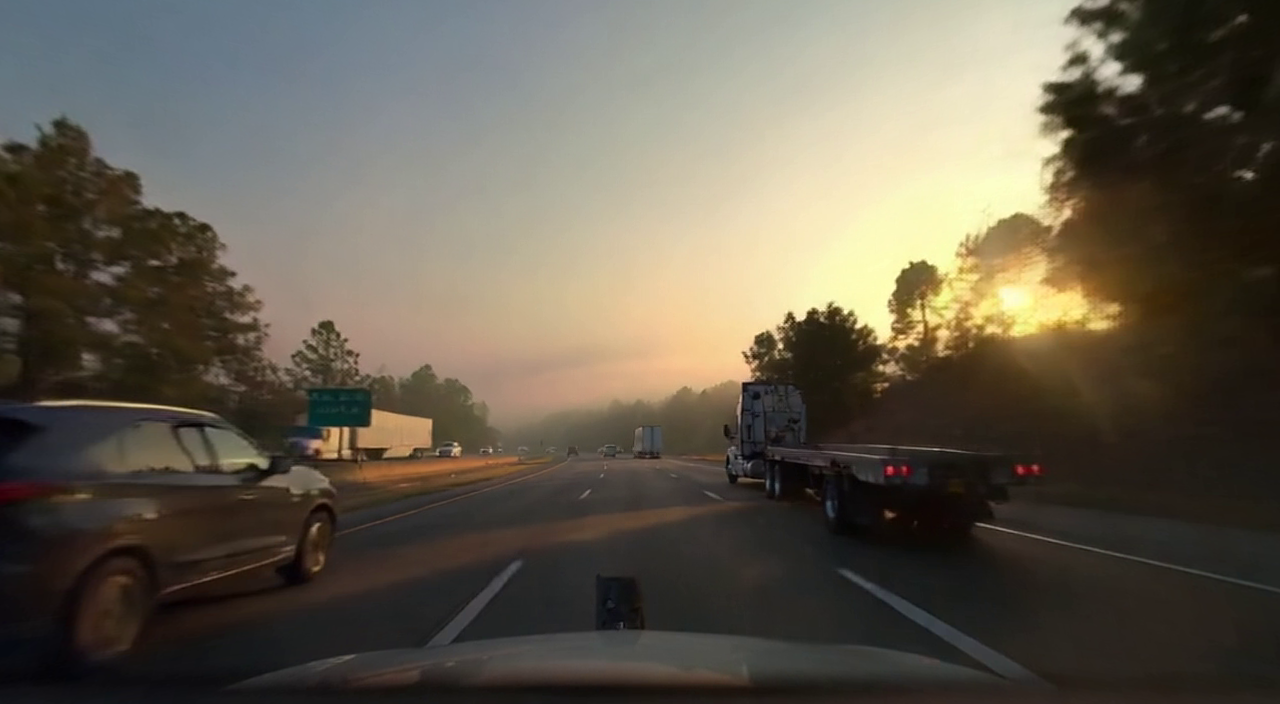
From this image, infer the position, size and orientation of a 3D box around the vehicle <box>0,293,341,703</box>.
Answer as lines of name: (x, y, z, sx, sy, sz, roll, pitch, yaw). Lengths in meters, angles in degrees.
vehicle: (-3.877, 0.802, 3.091, 2.337, 1.942, 4.984, 0, -9, 0)

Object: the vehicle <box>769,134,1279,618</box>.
vehicle: (4.245, 0.726, 9.381, 2.826, 4.035, 8.369, 0, -9, 0)
